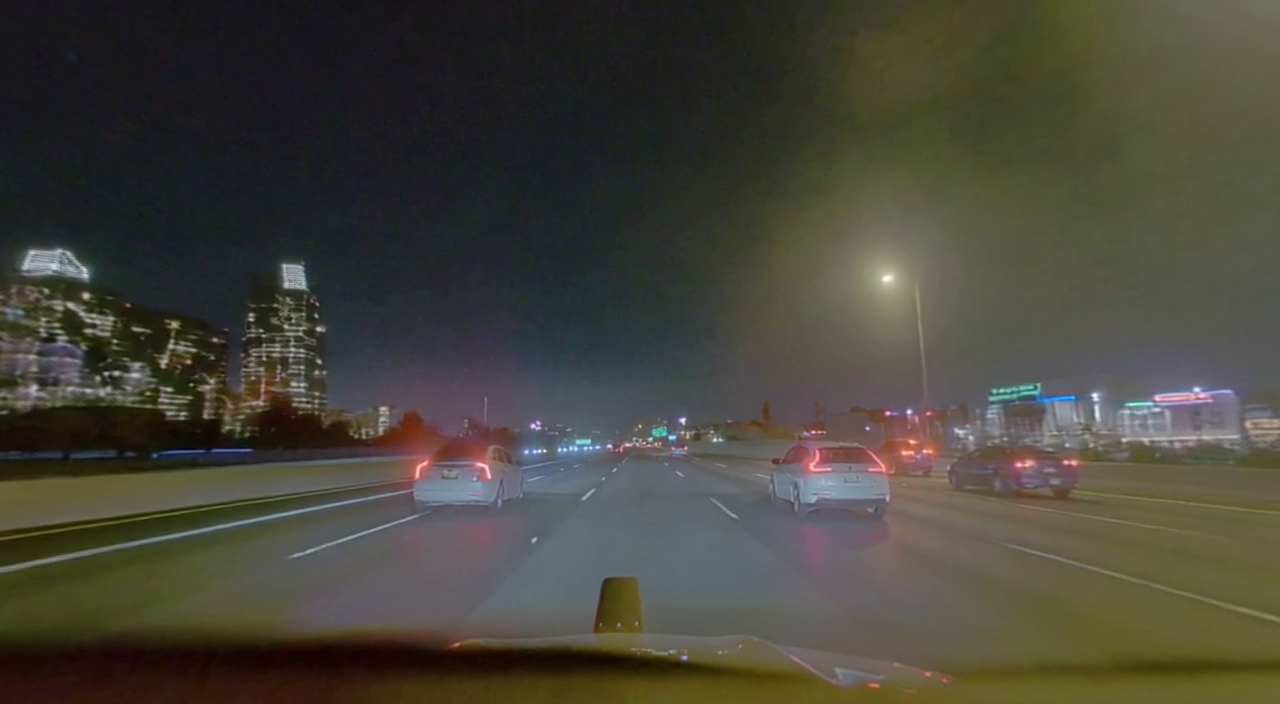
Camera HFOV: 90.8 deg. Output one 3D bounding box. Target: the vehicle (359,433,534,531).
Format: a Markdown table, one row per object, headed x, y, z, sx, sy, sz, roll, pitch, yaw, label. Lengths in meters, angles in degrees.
| x | y | z | sx | sy | sz | roll | pitch | yaw | label |
| --- | --- | --- | --- | --- | --- | --- | --- | --- | --- |
| -3.442 | 2.392 | 12.232 | 1.975 | 1.536 | 4.295 | 0 | -8 | 1 | vehicle |

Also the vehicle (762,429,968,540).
| x | y | z | sx | sy | sz | roll | pitch | yaw | label |
| --- | --- | --- | --- | --- | --- | --- | --- | --- | --- |
| 3.489 | 2.120 | 10.765 | 1.961 | 1.504 | 4.094 | 0 | -8 | -1 | vehicle |

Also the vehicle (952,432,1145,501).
| x | y | z | sx | sy | sz | roll | pitch | yaw | label |
| --- | --- | --- | --- | --- | --- | --- | --- | --- | --- |
| 10.281 | 2.888 | 16.399 | 2.019 | 1.529 | 4.385 | 0 | -8 | -1 | vehicle |
